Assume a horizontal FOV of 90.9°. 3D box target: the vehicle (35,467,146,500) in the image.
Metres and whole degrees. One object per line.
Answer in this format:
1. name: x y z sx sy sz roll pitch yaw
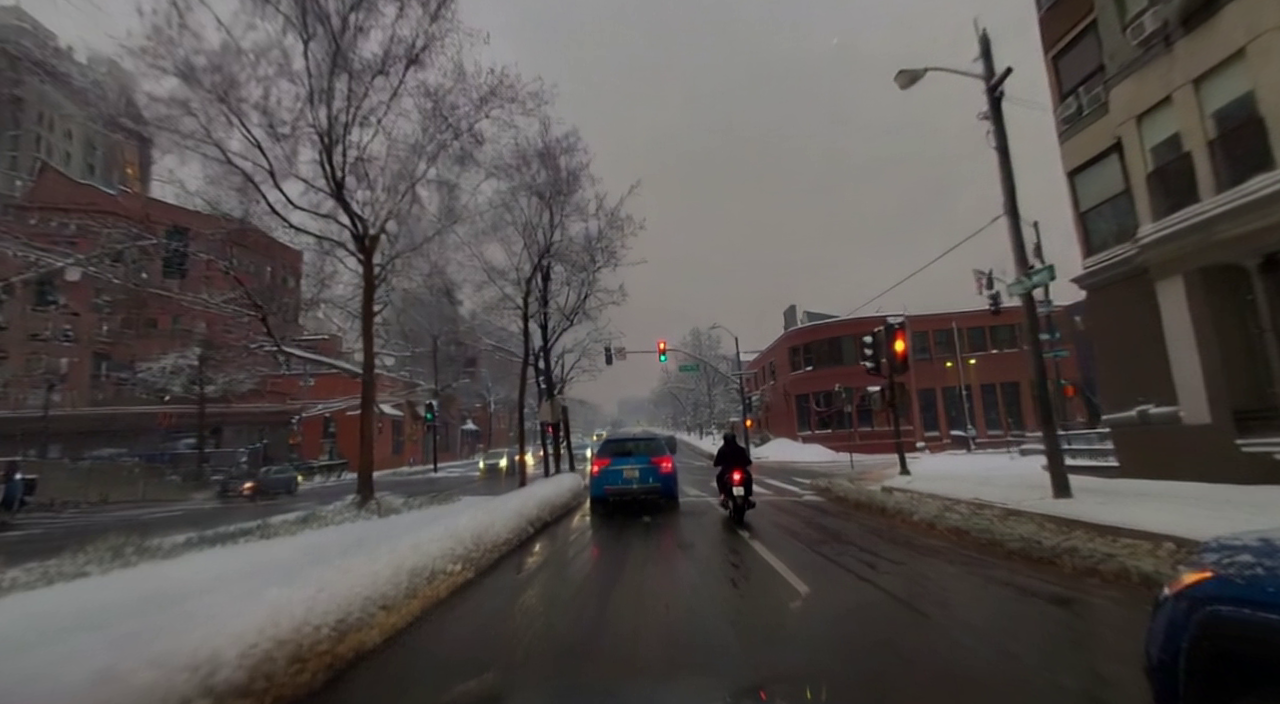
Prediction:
1. vehicle: -30.909 7.382 35.571 4.326 1.694 1.949 0 -9 -1

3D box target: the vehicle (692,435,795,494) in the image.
1. vehicle: 2.906 3.285 18.789 2.101 1.507 4.355 0 -9 -3

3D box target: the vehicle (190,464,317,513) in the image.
1. vehicle: -14.475 5.107 24.039 1.963 1.492 4.885 0 -9 -3

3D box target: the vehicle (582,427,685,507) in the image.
1. vehicle: -0.137 2.866 16.108 2.265 1.748 4.130 0 -9 0
